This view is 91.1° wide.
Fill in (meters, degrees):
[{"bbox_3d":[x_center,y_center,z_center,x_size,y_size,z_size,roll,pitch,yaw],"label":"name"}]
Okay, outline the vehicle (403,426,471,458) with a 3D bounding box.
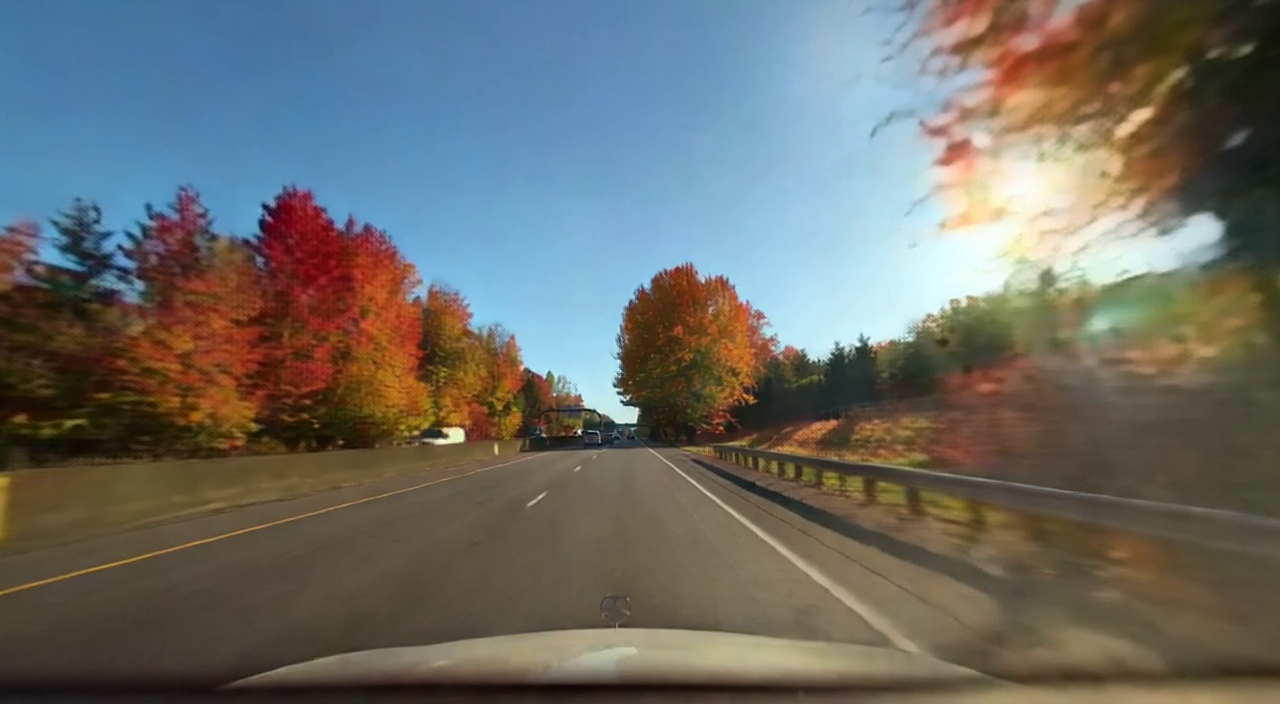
[{"bbox_3d":[-12.106,5.416,37.974,2.233,1.788,5.640,0,-8,-1],"label":"vehicle"}]
